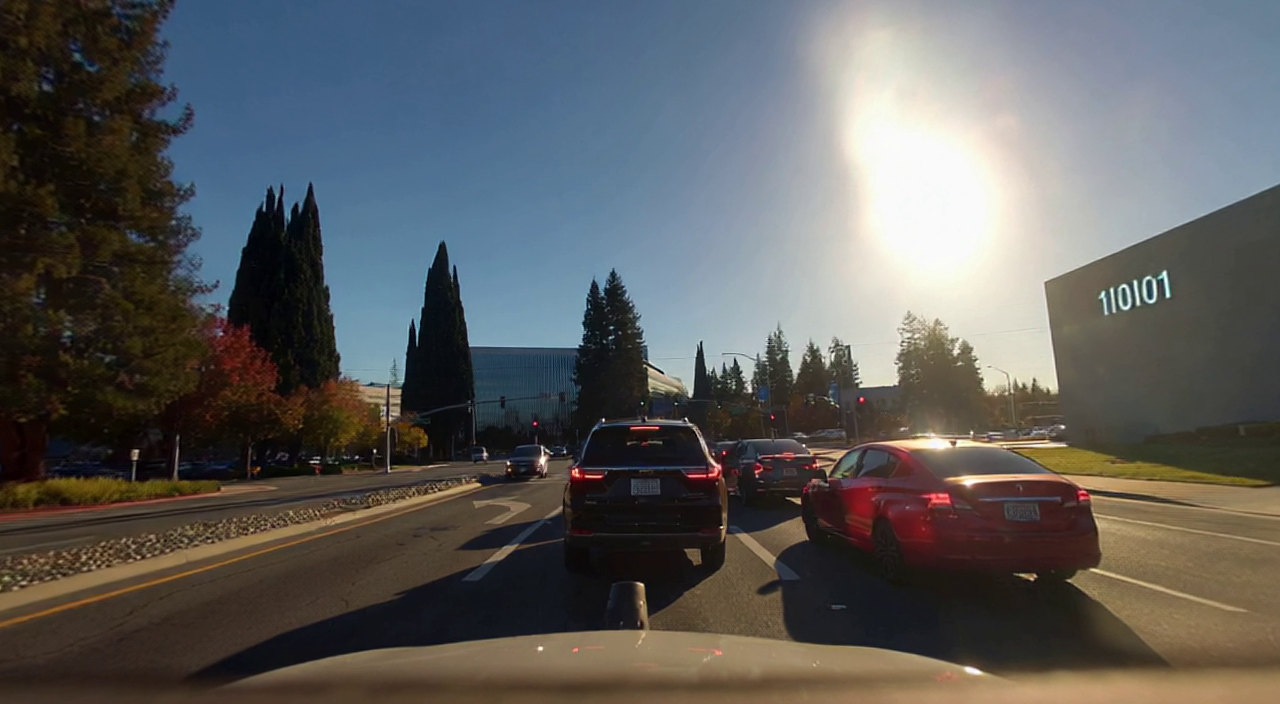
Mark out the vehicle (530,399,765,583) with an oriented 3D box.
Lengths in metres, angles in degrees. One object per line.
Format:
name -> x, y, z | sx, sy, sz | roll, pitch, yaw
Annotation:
vehicle -> 0.062, 1.657, 8.255 | 2.266, 1.762, 4.131 | 0, -9, 0

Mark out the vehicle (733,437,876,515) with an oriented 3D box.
vehicle -> 3.492, 2.716, 14.386 | 1.997, 1.471, 4.321 | 0, -9, -1

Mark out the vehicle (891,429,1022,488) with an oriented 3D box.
vehicle -> 10.854, 3.697, 22.127 | 2.123, 1.812, 4.553 | 0, -9, -1
